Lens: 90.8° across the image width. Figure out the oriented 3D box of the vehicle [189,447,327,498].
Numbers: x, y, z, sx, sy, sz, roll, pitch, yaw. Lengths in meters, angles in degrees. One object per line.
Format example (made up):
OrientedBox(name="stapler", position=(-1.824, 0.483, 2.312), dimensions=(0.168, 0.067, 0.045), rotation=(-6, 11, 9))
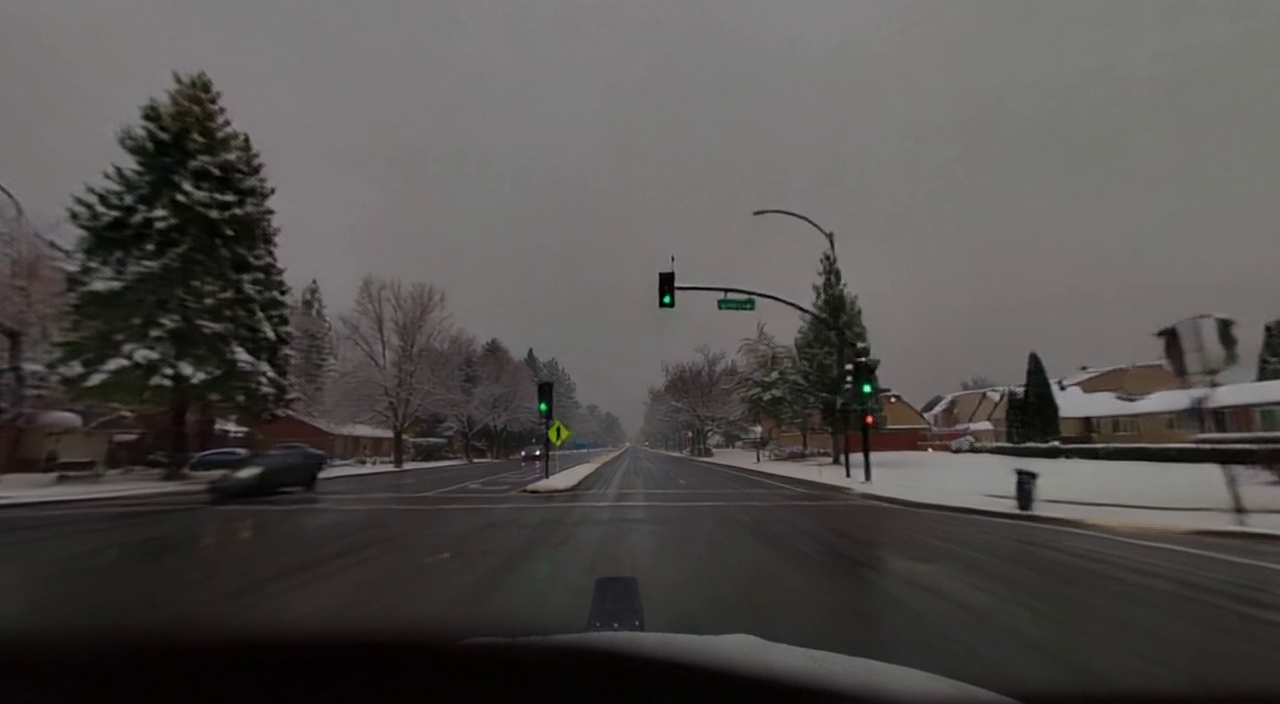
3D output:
OrientedBox(name="vehicle", position=(-12.550, 3.953, 21.139), dimensions=(1.932, 1.500, 4.260), rotation=(0, -8, 0))
